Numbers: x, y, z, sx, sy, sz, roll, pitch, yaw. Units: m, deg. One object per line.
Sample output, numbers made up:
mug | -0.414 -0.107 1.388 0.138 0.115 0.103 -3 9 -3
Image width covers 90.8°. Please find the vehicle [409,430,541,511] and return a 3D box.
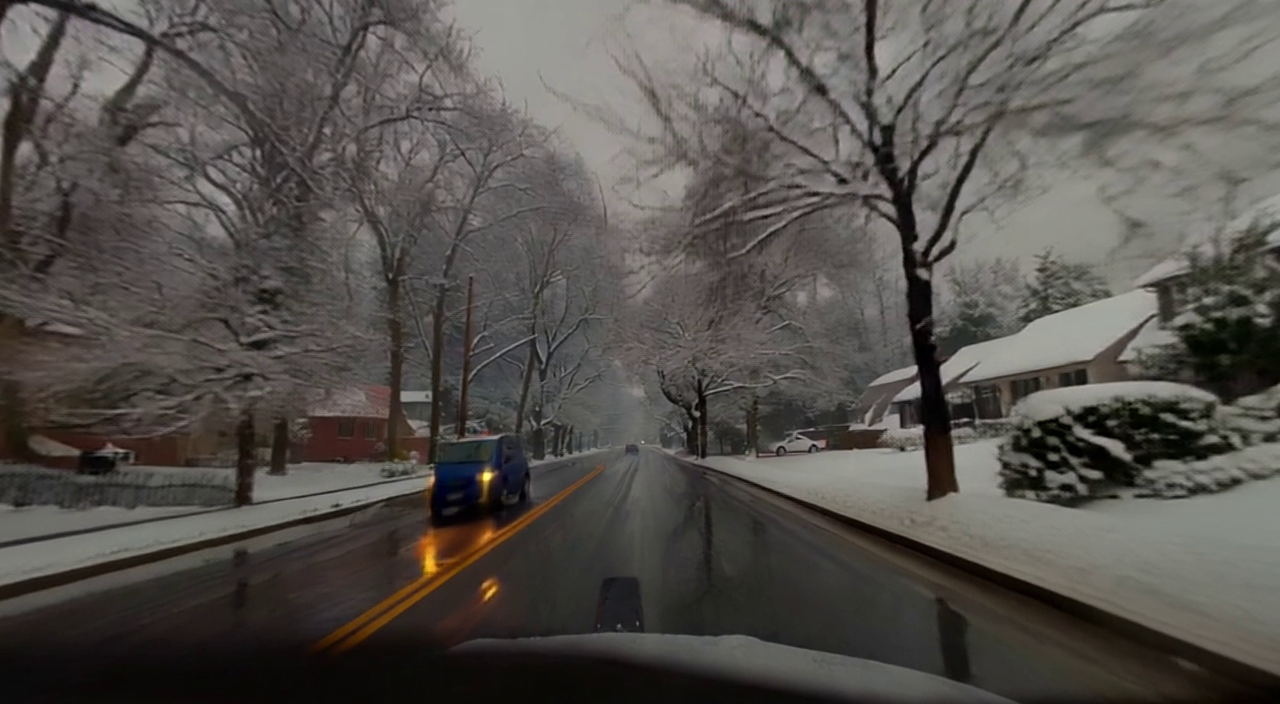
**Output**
vehicle | -4.088 3.013 16.612 2.161 1.798 4.627 0 -8 1
